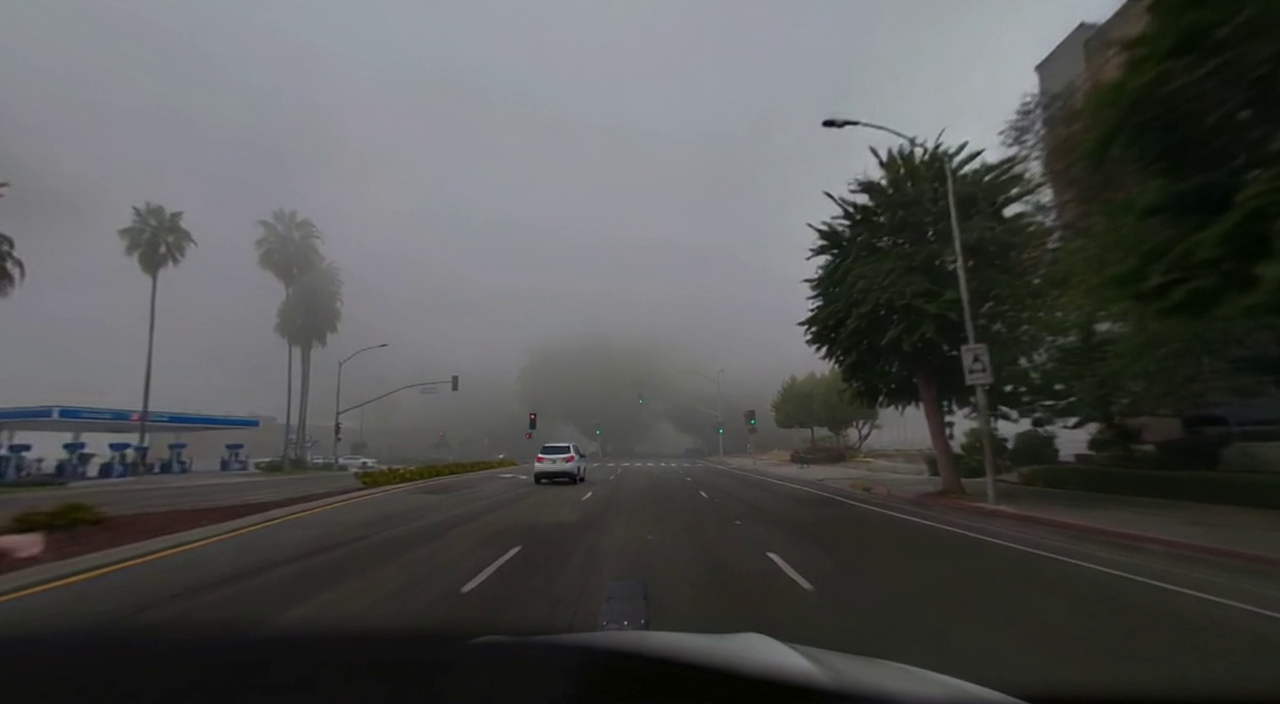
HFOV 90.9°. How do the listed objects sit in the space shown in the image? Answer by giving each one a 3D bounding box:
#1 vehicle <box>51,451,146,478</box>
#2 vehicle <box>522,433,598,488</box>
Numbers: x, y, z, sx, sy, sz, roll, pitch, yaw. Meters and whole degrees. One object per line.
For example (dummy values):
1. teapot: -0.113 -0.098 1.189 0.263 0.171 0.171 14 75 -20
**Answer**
1. vehicle: -36.257 7.517 42.268 4.553 1.492 1.967 -2 -8 -1
2. vehicle: -2.737 3.862 22.739 2.011 1.756 4.478 0 -9 2
